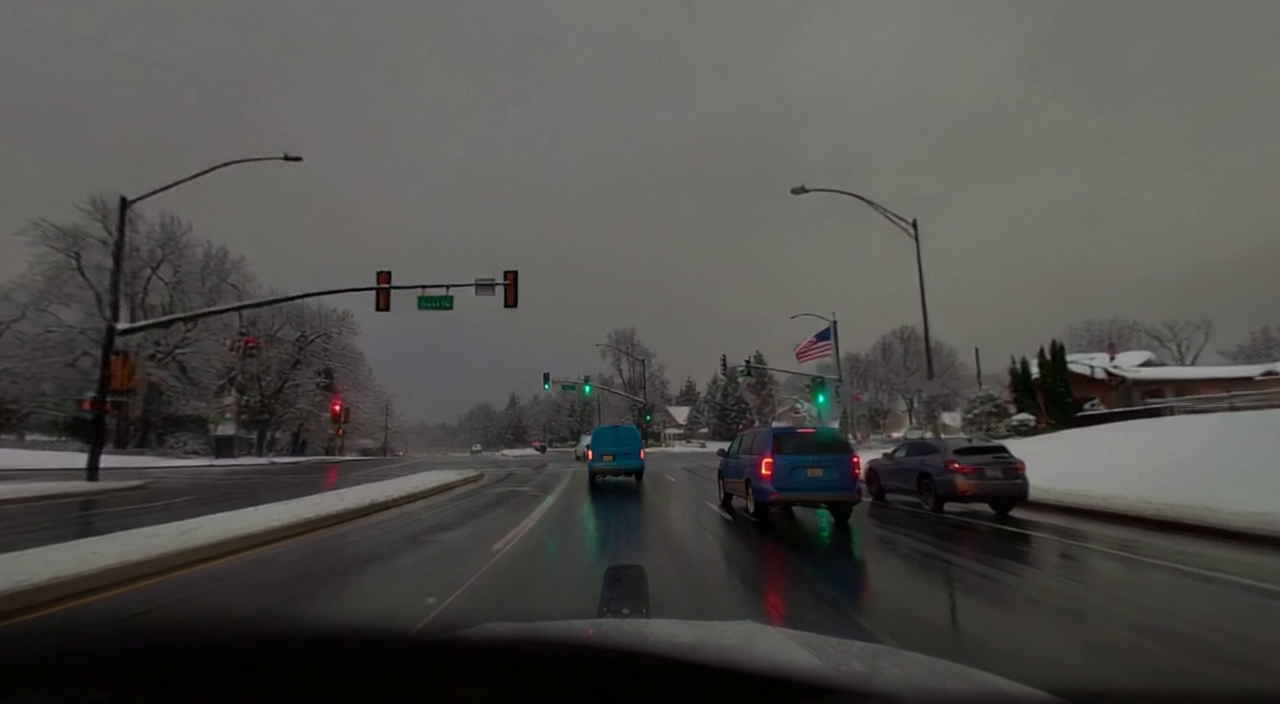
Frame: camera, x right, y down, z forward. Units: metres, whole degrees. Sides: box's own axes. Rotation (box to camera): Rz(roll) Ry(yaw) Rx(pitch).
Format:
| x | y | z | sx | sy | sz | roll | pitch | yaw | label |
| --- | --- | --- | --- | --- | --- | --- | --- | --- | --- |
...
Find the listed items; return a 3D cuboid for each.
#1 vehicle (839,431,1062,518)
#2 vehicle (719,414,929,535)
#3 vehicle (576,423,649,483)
| x | y | z | sx | sy | sz | roll | pitch | yaw | label |
| --- | --- | --- | --- | --- | --- | --- | --- | --- | --- |
| 6.136 | 2.476 | 13.334 | 2.124 | 1.474 | 4.880 | 0 | -8 | -2 | vehicle |
| 2.900 | 2.063 | 11.241 | 2.024 | 1.686 | 4.588 | 1 | -8 | -5 | vehicle |
| -1.081 | 3.449 | 21.708 | 2.185 | 1.822 | 4.583 | 1 | -8 | -6 | vehicle |
